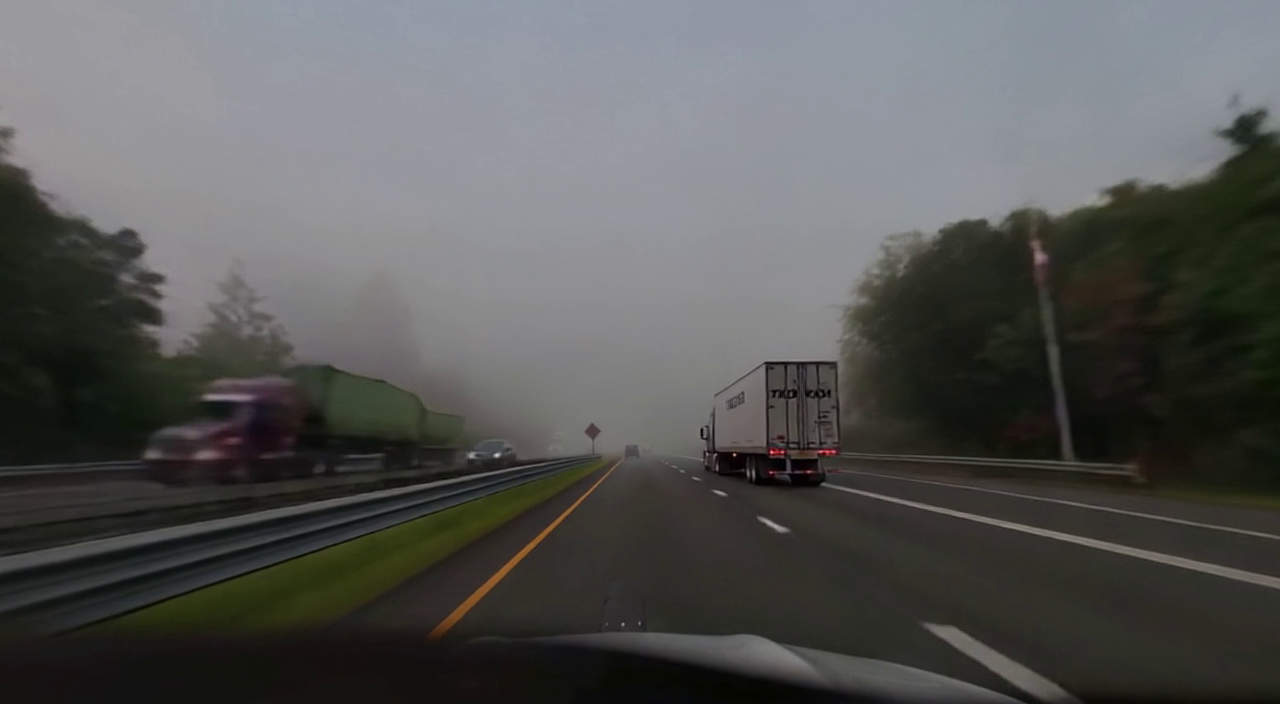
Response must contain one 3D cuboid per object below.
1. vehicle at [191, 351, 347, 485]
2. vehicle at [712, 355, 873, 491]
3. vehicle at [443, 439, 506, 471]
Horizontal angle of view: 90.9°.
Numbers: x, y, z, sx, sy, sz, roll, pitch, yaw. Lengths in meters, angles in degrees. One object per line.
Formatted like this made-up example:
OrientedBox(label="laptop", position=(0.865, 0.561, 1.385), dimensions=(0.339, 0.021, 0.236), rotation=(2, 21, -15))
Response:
OrientedBox(label="vehicle", position=(-11.831, 2.161, 20.372), dimensions=(3.293, 4.054, 2.389), rotation=(0, -9, 0))
OrientedBox(label="vehicle", position=(5.332, 3.196, 25.978), dimensions=(2.983, 4.030, 14.444), rotation=(0, -9, 0))
OrientedBox(label="vehicle", position=(-8.303, 5.232, 31.983), dimensions=(2.061, 1.505, 3.990), rotation=(0, -9, 0))
